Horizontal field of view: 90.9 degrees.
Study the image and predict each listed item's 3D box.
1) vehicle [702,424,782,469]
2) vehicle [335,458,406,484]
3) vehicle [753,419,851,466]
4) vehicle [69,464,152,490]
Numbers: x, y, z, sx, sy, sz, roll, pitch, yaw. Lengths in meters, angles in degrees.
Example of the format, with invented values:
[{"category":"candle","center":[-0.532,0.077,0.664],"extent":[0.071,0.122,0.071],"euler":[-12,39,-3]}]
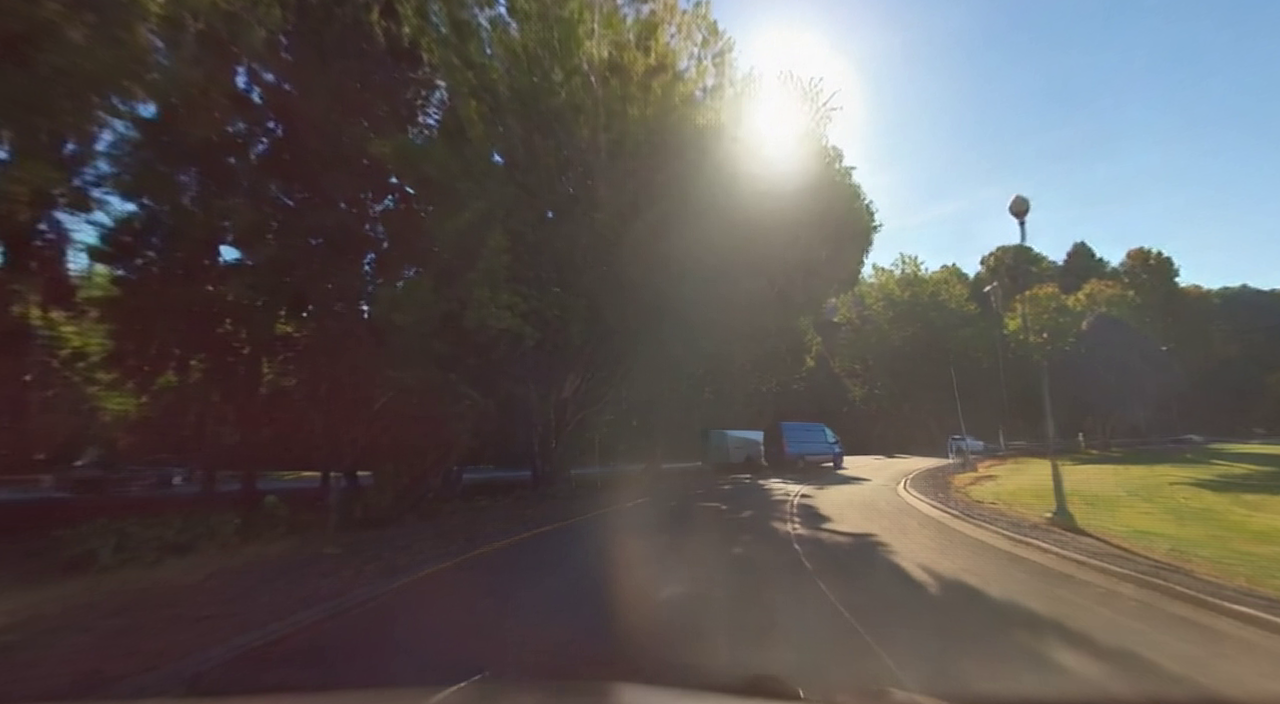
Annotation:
[{"category":"vehicle","center":[6.485,5.961,39.902],"extent":[4.784,2.535,2.203],"euler":[3,-10,-38]},{"category":"vehicle","center":[-17.727,7.815,41.552],"extent":[3.983,1.518,1.730],"euler":[6,-10,-35]},{"category":"vehicle","center":[11.245,6.221,43.476],"extent":[7.155,2.942,2.420],"euler":[6,-10,-36]},{"category":"vehicle","center":[-33.146,7.802,39.571],"extent":[3.769,1.375,1.608],"euler":[5,-10,-34]}]
